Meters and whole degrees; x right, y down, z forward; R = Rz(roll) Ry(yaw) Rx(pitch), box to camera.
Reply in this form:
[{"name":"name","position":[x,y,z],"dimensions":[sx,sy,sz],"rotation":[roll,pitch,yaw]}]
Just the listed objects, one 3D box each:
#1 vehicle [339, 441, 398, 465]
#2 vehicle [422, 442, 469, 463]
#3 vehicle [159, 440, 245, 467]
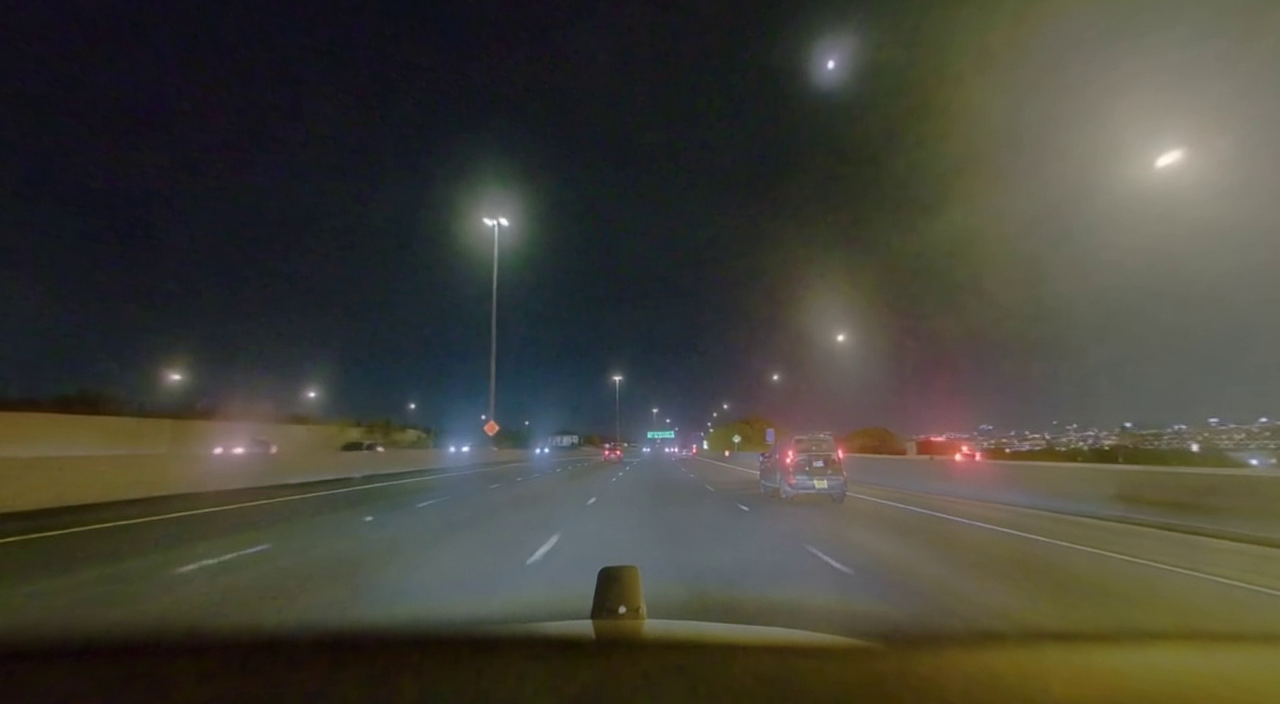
[{"name":"vehicle","position":[-18.964,7.076,44.220],"dimensions":[1.992,1.571,4.542],"rotation":[0,-9,2]},{"name":"vehicle","position":[-14.837,7.702,48.286],"dimensions":[1.945,1.515,4.455],"rotation":[0,-9,3]},{"name":"vehicle","position":[-29.102,6.772,42.067],"dimensions":[1.979,1.694,5.008],"rotation":[0,-9,2]}]
